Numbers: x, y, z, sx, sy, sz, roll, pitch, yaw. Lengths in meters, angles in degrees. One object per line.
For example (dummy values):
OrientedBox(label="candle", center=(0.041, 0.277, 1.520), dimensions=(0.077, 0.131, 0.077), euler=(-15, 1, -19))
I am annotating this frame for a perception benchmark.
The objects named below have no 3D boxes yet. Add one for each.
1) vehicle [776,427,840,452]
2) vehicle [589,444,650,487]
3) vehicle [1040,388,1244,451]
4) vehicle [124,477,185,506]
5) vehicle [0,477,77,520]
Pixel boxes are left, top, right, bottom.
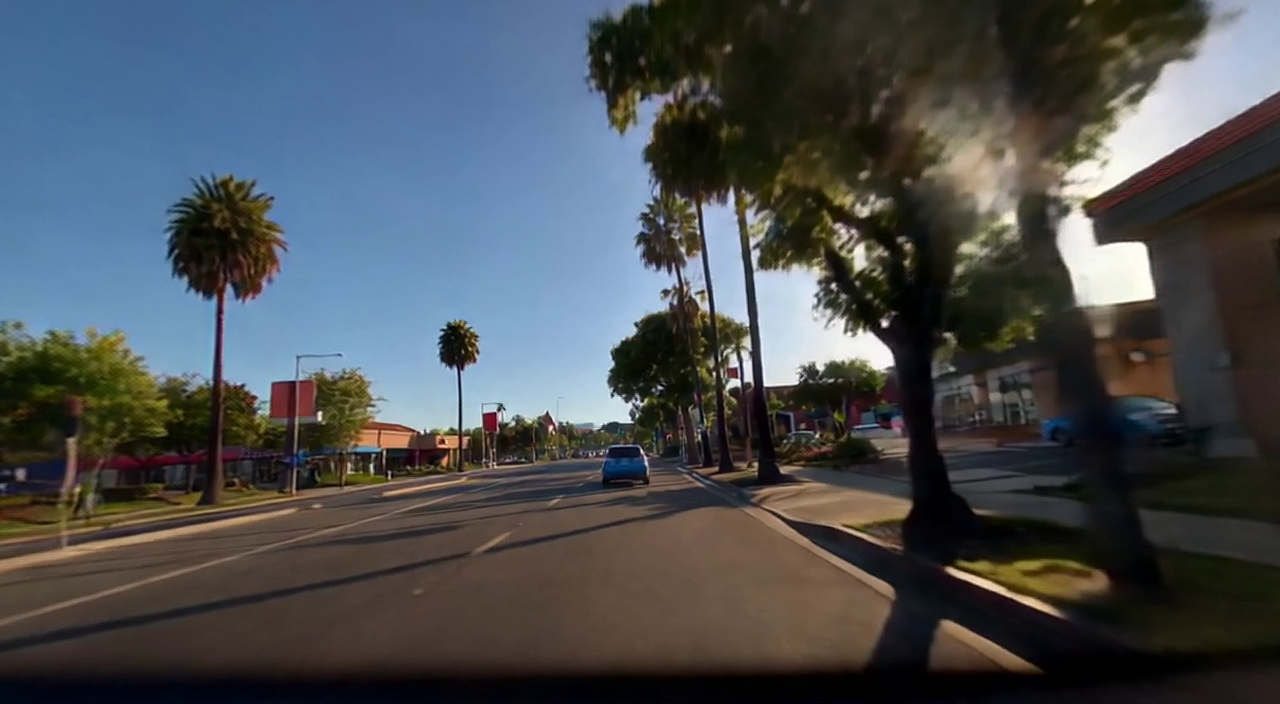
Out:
OrientedBox(label="vehicle", center=(12.516, 6.629, 47.395), dimensions=(1.873, 1.657, 4.557), euler=(6, -12, -31))
OrientedBox(label="vehicle", center=(-0.767, 4.325, 24.489), dimensions=(2.156, 1.462, 4.495), euler=(0, -8, -1))
OrientedBox(label="vehicle", center=(13.332, 1.935, 17.243), dimensions=(1.827, 1.497, 4.468), euler=(0, -8, -1))
OrientedBox(label="vehicle", center=(-31.668, 9.049, 41.296), dimensions=(1.791, 1.511, 4.030), euler=(2, -9, -17))
OrientedBox(label="vehicle", center=(-30.292, 7.013, 30.284), dimensions=(2.092, 1.719, 4.868), euler=(0, -8, 0))
